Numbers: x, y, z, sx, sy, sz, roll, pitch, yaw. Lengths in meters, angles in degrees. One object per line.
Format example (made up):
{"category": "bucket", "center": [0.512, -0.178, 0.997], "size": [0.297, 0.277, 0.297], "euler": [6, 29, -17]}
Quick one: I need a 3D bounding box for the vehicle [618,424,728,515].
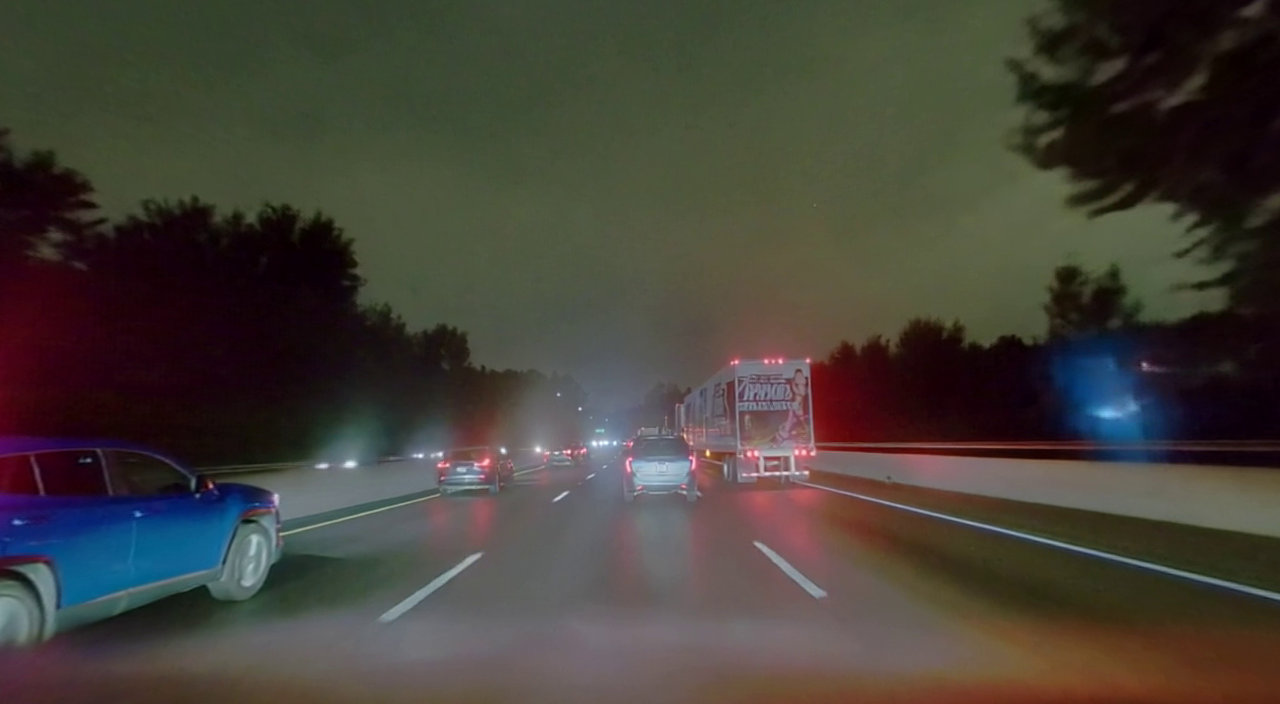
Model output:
{"category": "vehicle", "center": [0.589, 2.414, 13.382], "size": [2.017, 1.662, 3.543], "euler": [0, -8, -1]}

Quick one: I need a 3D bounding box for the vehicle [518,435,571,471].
{"category": "vehicle", "center": [-4.750, 5.108, 31.990], "size": [2.014, 1.683, 4.275], "euler": [0, -8, 0]}

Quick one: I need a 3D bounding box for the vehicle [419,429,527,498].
{"category": "vehicle", "center": [-4.361, 2.953, 17.067], "size": [1.905, 1.642, 3.803], "euler": [0, -8, 0]}

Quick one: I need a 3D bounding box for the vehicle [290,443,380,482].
{"category": "vehicle", "center": [-12.512, 4.575, 26.128], "size": [1.751, 1.440, 3.900], "euler": [-2, -10, 0]}

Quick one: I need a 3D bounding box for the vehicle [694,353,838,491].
{"category": "vehicle", "center": [4.330, 3.060, 25.773], "size": [2.828, 4.081, 14.220], "euler": [0, -8, -1]}

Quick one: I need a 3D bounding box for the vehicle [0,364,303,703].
{"category": "vehicle", "center": [-4.085, 0.965, 3.479], "size": [1.983, 1.666, 4.452], "euler": [0, -8, 0]}
